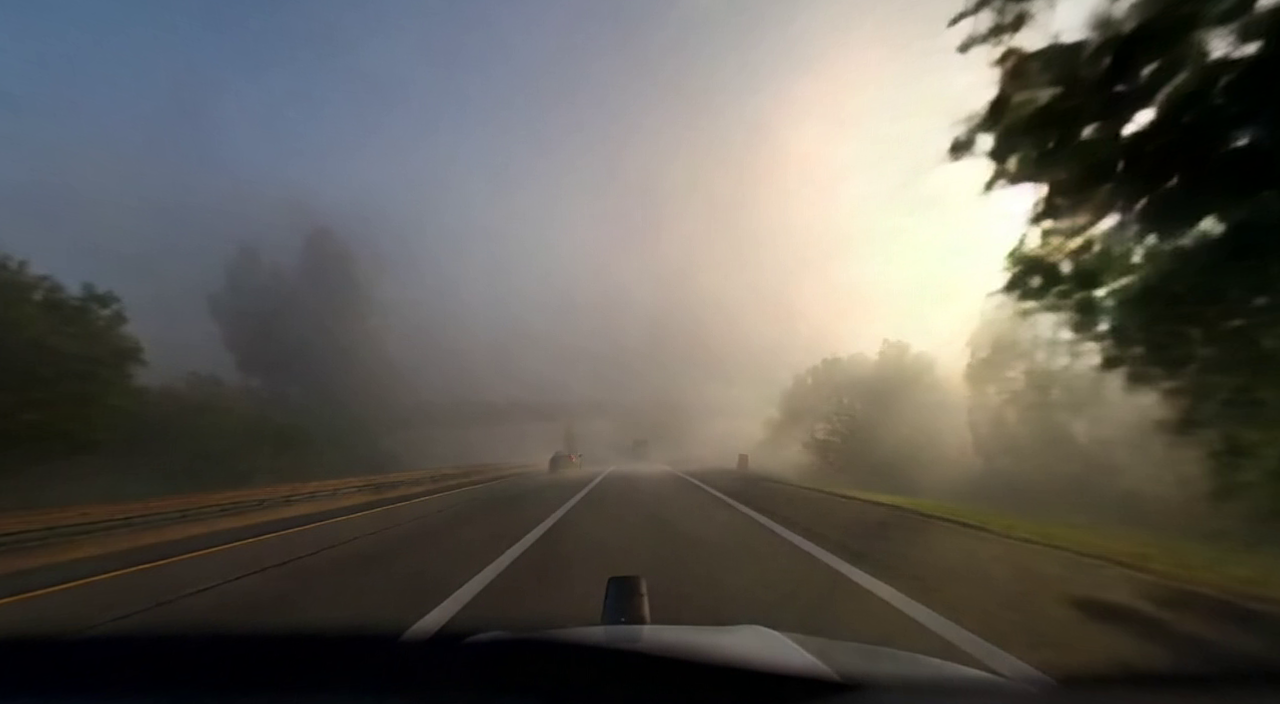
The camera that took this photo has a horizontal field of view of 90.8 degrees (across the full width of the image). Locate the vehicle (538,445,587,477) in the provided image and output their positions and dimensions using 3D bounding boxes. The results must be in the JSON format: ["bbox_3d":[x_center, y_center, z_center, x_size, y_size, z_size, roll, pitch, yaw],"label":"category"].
[{"bbox_3d":[-4.176,5.917,34.601,2.076,1.637,4.526,0,-9,0],"label":"vehicle"}]
